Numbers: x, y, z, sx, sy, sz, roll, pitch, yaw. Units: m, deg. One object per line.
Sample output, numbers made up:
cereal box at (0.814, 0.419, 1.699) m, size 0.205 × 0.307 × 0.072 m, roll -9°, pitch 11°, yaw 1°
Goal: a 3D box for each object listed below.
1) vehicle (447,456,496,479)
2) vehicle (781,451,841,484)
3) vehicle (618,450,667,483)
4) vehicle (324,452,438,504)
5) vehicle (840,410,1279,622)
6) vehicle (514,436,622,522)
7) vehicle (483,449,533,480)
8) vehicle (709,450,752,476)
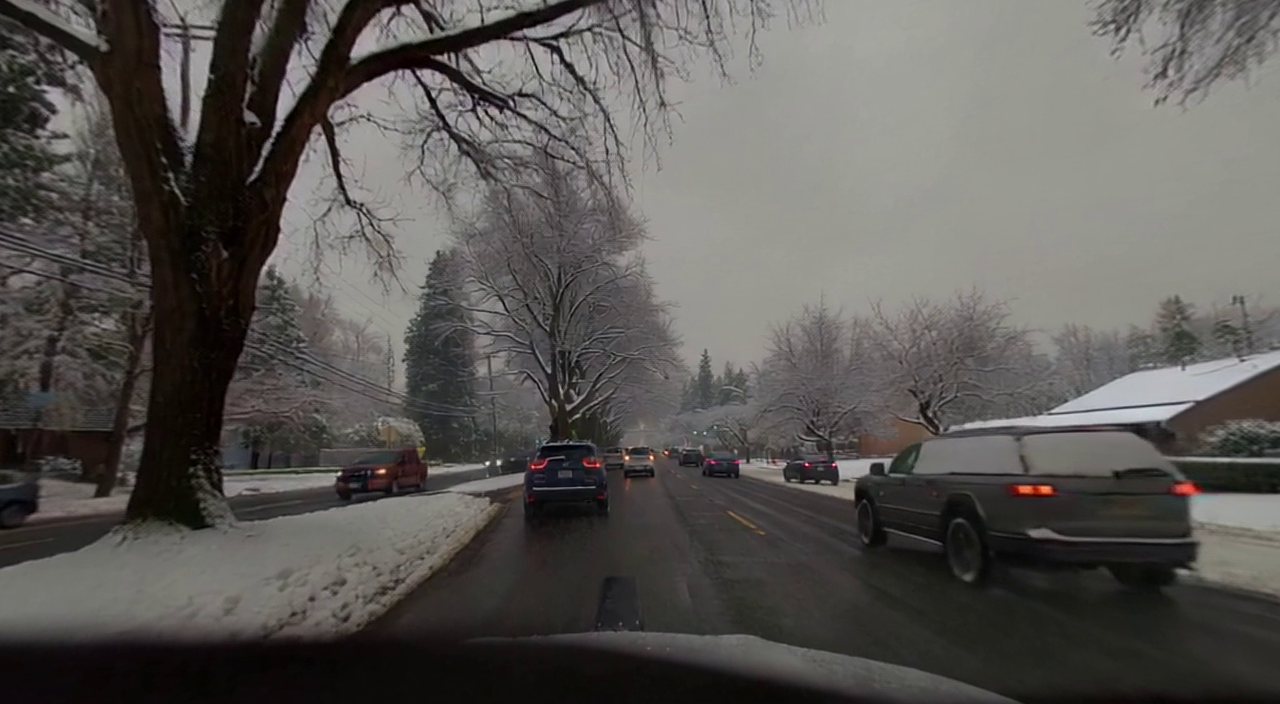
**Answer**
vehicle at (-11.653, 8.004, 44.049) m, size 2.126 × 1.434 × 4.305 m, roll 0°, pitch -9°, yaw 2°
vehicle at (8.378, 5.657, 31.316) m, size 1.977 × 1.485 × 4.308 m, roll 0°, pitch -9°, yaw 3°
vehicle at (0.127, 5.405, 30.120) m, size 2.161 × 1.445 × 3.772 m, roll 0°, pitch -9°, yaw 1°
vehicle at (-8.387, 4.083, 20.932) m, size 1.966 × 1.489 × 4.099 m, roll 0°, pitch -9°, yaw 1°
vehicle at (4.162, 1.666, 7.385) m, size 2.220 × 1.715 × 4.335 m, roll 0°, pitch -9°, yaw 0°
vehicle at (-1.571, 2.789, 14.383) m, size 2.106 × 1.655 × 3.717 m, roll 1°, pitch -9°, yaw -5°
vehicle at (-8.084, 6.928, 39.227) m, size 2.026 × 1.755 × 4.430 m, roll 0°, pitch -9°, yaw 2°
vehicle at (5.513, 6.867, 39.193) m, size 2.175 × 1.477 × 4.520 m, roll 0°, pitch -9°, yaw 3°
